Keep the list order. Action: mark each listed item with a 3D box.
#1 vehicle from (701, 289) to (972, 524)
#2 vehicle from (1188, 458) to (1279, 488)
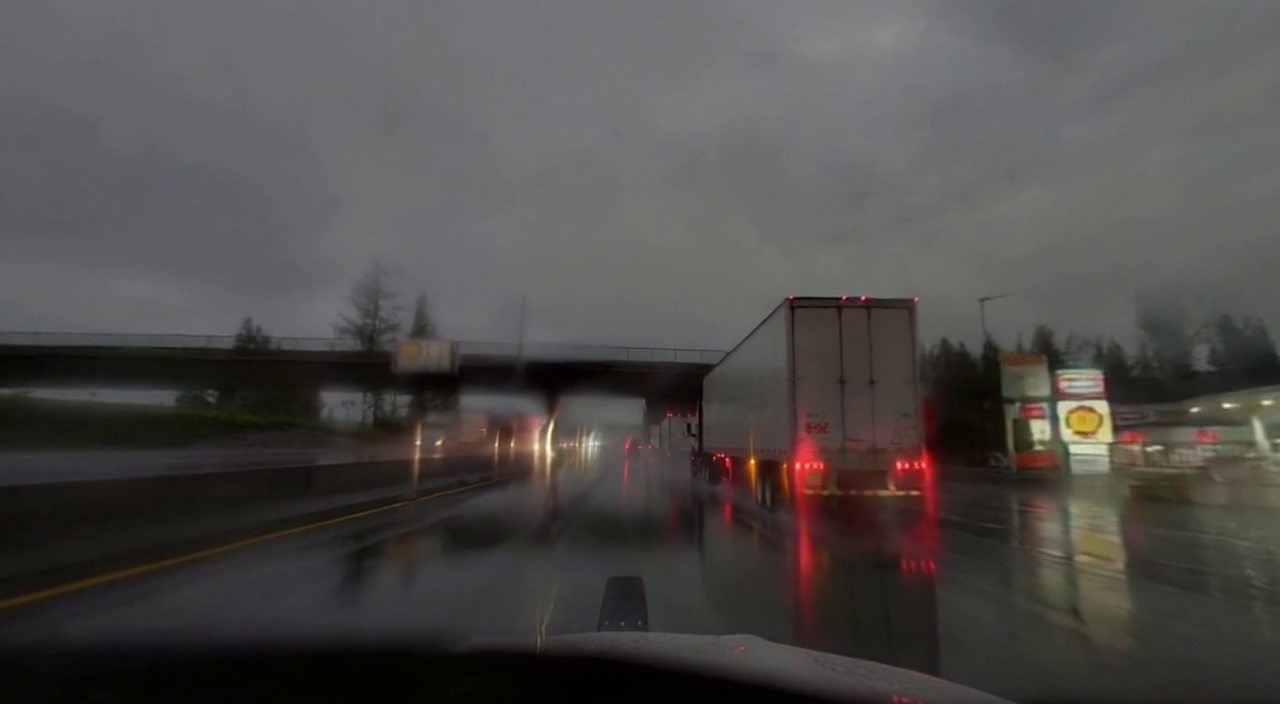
[{"bbox_3d":[3.957,1.938,17.677,2.922,3.987,14.038,0,-9,-1],"label":"vehicle"},{"bbox_3d":[39.276,7.934,41.570,1.939,1.708,4.755,0,-9,2],"label":"vehicle"}]
